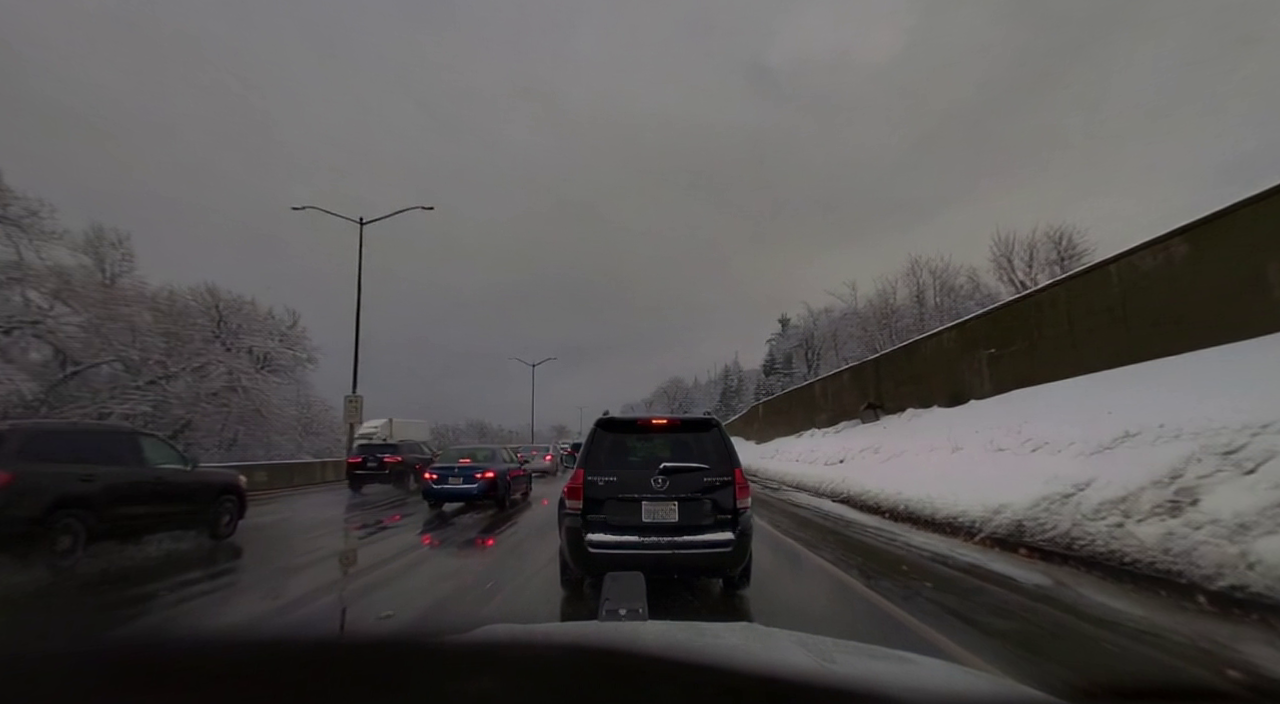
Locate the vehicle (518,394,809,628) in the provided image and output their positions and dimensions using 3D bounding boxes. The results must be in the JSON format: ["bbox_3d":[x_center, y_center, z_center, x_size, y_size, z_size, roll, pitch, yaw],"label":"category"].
[{"bbox_3d":[0.131,1.620,7.534,2.210,1.760,5.303,0,-9,-1],"label":"vehicle"}]

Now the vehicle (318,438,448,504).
[{"bbox_3d":[-7.521,3.515,19.071,1.986,1.700,4.558,0,-9,0],"label":"vehicle"}]

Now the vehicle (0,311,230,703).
[{"bbox_3d":[-3.505,0.622,1.256,2.085,1.893,4.880,0,-9,0],"label":"vehicle"}]

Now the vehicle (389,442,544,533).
[{"bbox_3d":[-3.228,2.598,12.680,1.917,1.506,3.949,0,-9,1],"label":"vehicle"}]
